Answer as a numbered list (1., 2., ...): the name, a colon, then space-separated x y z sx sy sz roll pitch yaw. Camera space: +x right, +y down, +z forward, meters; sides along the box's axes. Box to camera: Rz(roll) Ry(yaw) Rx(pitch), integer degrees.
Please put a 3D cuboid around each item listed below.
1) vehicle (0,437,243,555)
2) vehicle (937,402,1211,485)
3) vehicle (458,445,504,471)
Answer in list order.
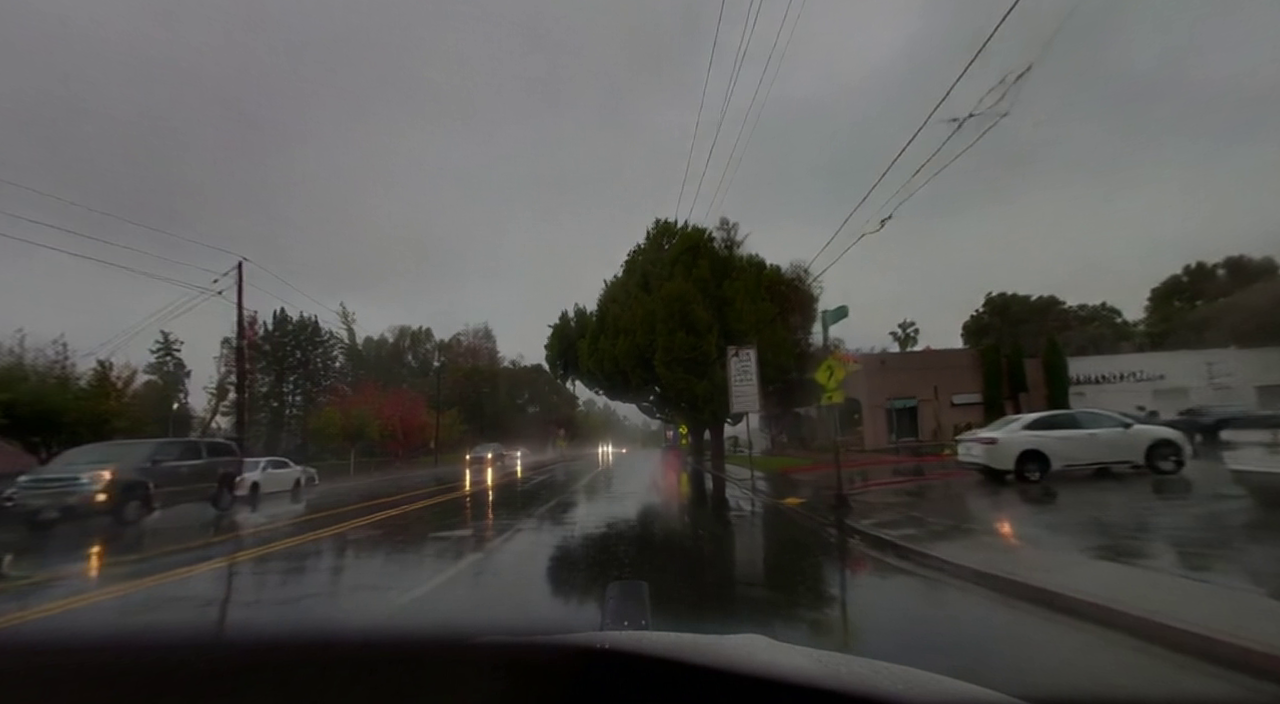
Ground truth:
1. vehicle: -11.715 2.916 13.773 2.228 1.976 5.857 0 -9 0
2. vehicle: 9.774 2.092 14.494 4.843 1.748 1.985 0 -9 -3
3. vehicle: -11.655 7.794 46.598 2.079 1.812 4.757 0 -9 1
